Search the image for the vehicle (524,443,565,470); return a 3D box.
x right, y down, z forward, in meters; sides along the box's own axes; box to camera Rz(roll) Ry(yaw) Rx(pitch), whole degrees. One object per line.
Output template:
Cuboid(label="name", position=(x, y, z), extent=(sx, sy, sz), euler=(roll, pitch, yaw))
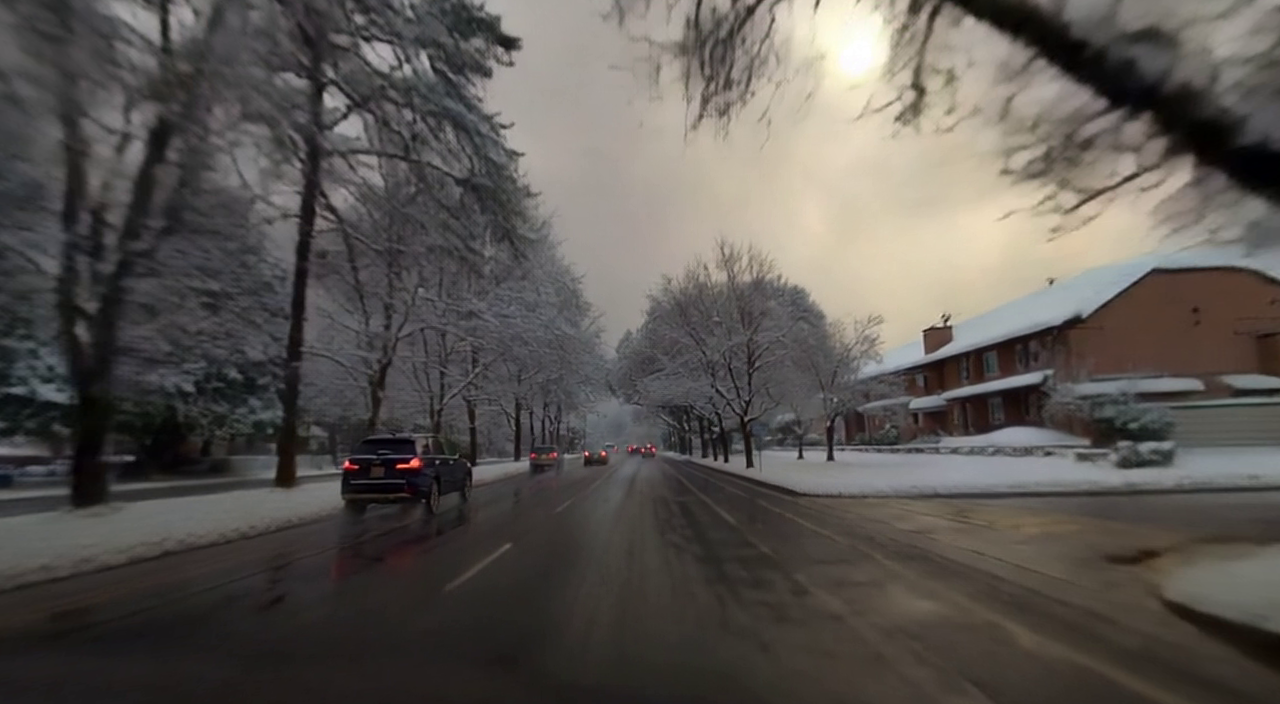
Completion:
Cuboid(label="vehicle", position=(-6.268, 6.937, 41.938), extent=(1.985, 1.708, 4.310), euler=(0, -9, 1))

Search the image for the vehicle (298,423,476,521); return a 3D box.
Cuboid(label="vehicle", position=(-5.187, 2.521, 13.712), extent=(2.123, 1.761, 4.322), euler=(0, -9, -1))
